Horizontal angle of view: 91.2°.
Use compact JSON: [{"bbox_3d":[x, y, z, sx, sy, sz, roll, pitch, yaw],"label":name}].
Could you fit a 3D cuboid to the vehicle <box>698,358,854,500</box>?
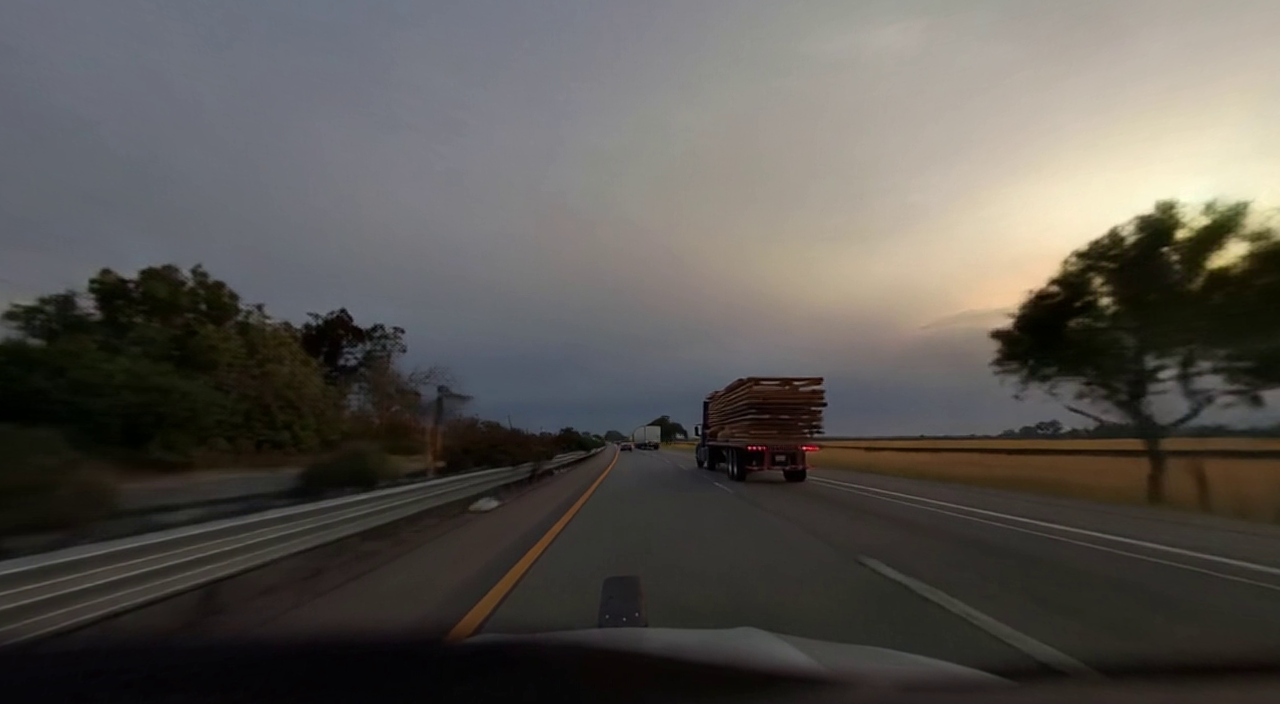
[{"bbox_3d":[4.684,3.336,26.514,3.023,4.054,16.882,0,-8,1],"label":"vehicle"}]
